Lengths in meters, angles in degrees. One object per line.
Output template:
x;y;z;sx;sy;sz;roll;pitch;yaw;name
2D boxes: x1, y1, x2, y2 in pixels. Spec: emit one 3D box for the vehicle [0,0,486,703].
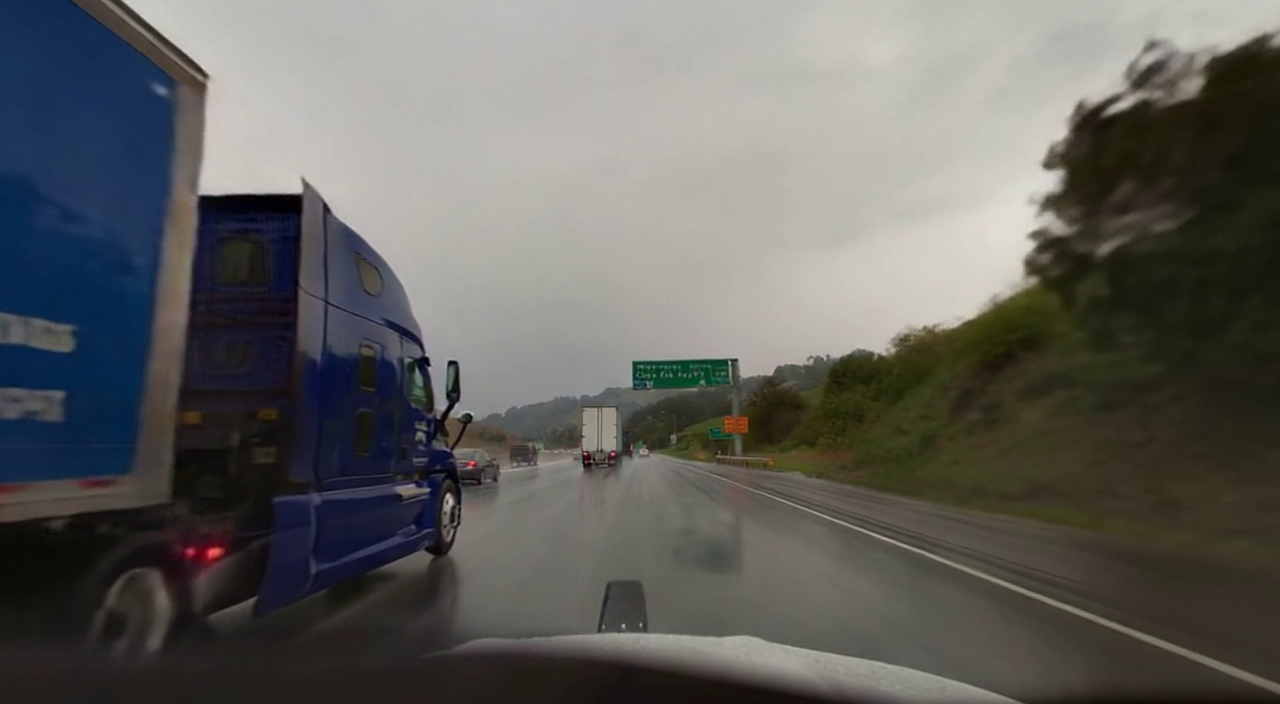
-3.247;0.010;3.305;2.958;4.002;7.575;0;-8;0;vehicle
